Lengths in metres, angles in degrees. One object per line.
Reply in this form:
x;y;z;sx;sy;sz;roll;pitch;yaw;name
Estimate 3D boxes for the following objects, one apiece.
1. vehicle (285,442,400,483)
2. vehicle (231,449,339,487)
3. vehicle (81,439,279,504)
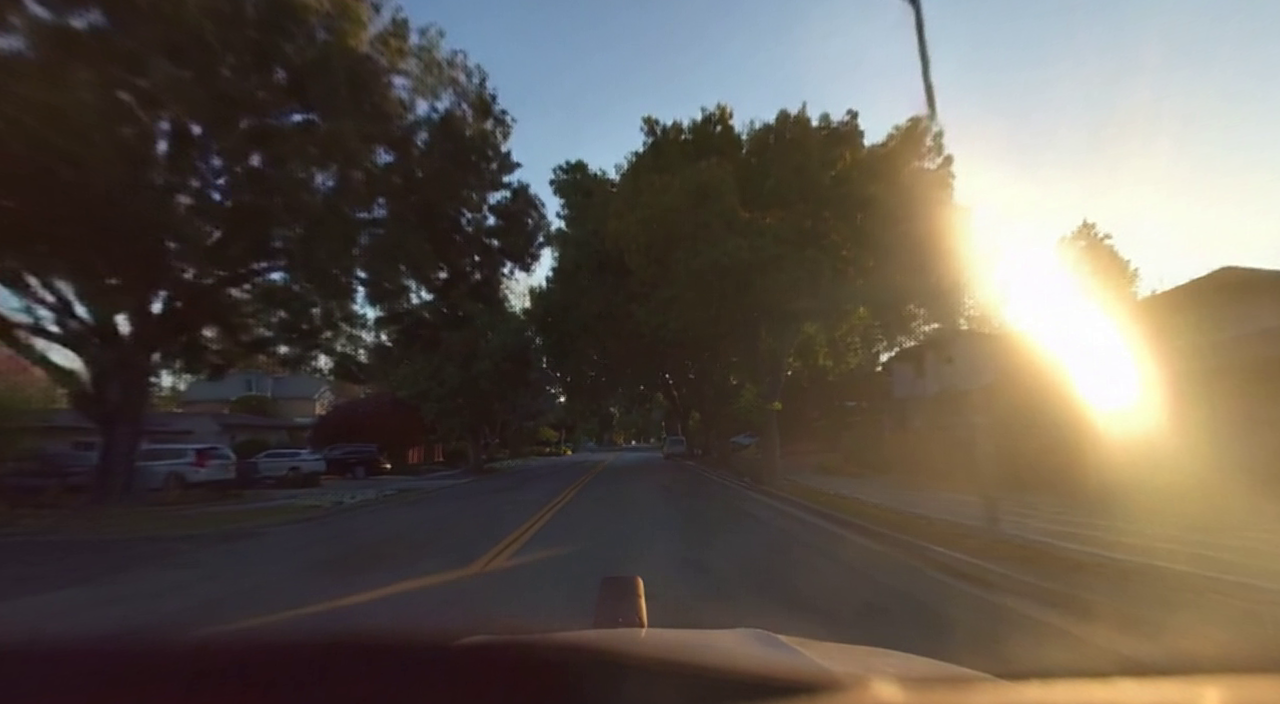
-14.332;5.266;30.368;5.275;1.807;2.279;-5;-9;29;vehicle
-15.473;5.017;27.521;4.273;1.459;2.000;-5;-9;27;vehicle
-14.990;3.838;20.897;2.066;1.852;4.782;-6;-10;33;vehicle
